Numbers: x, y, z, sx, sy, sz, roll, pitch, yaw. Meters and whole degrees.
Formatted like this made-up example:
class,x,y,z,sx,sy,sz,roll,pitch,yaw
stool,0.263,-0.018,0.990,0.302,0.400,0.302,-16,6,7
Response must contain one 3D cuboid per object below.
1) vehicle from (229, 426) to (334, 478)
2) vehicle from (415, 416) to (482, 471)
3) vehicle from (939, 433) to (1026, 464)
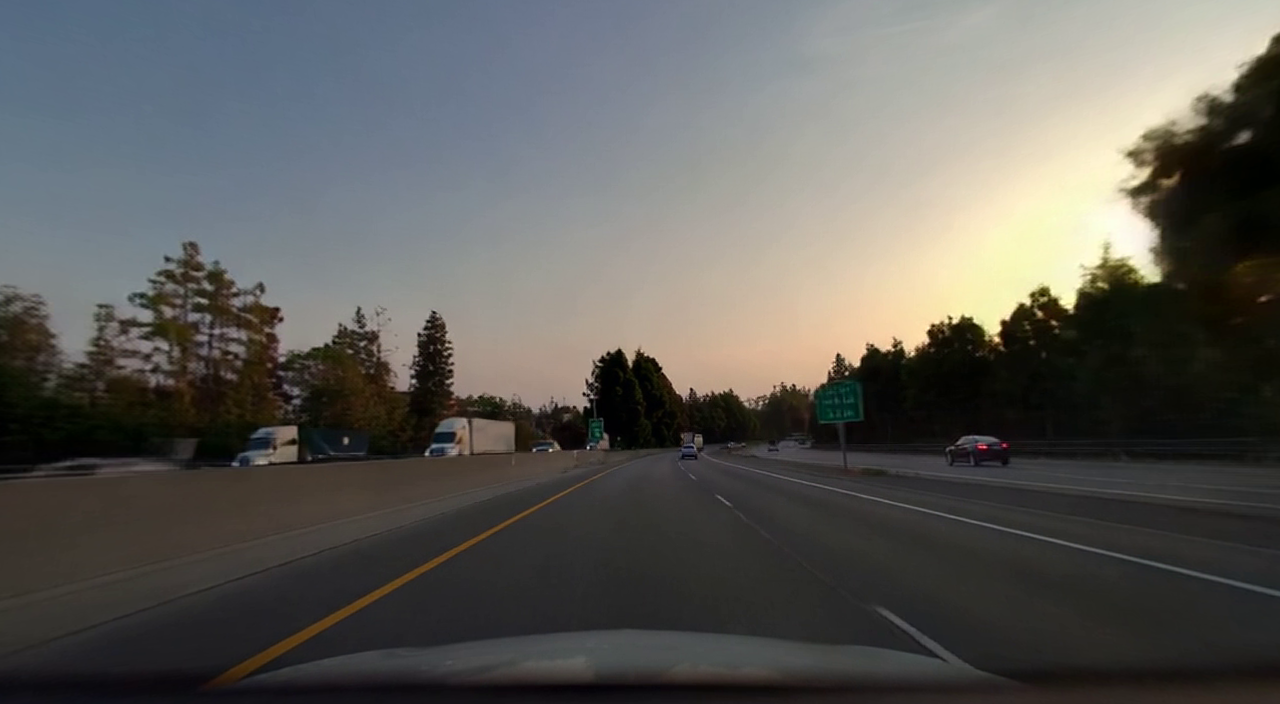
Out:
class,x,y,z,sx,sy,sz,roll,pitch,yaw
vehicle,-28.047,7.802,49.887,2.913,3.636,8.816,-2,-8,2
vehicle,-14.760,7.138,49.063,3.020,3.974,5.799,-1,-9,4
vehicle,21.043,5.995,38.969,2.061,1.776,4.476,2,-9,-15
